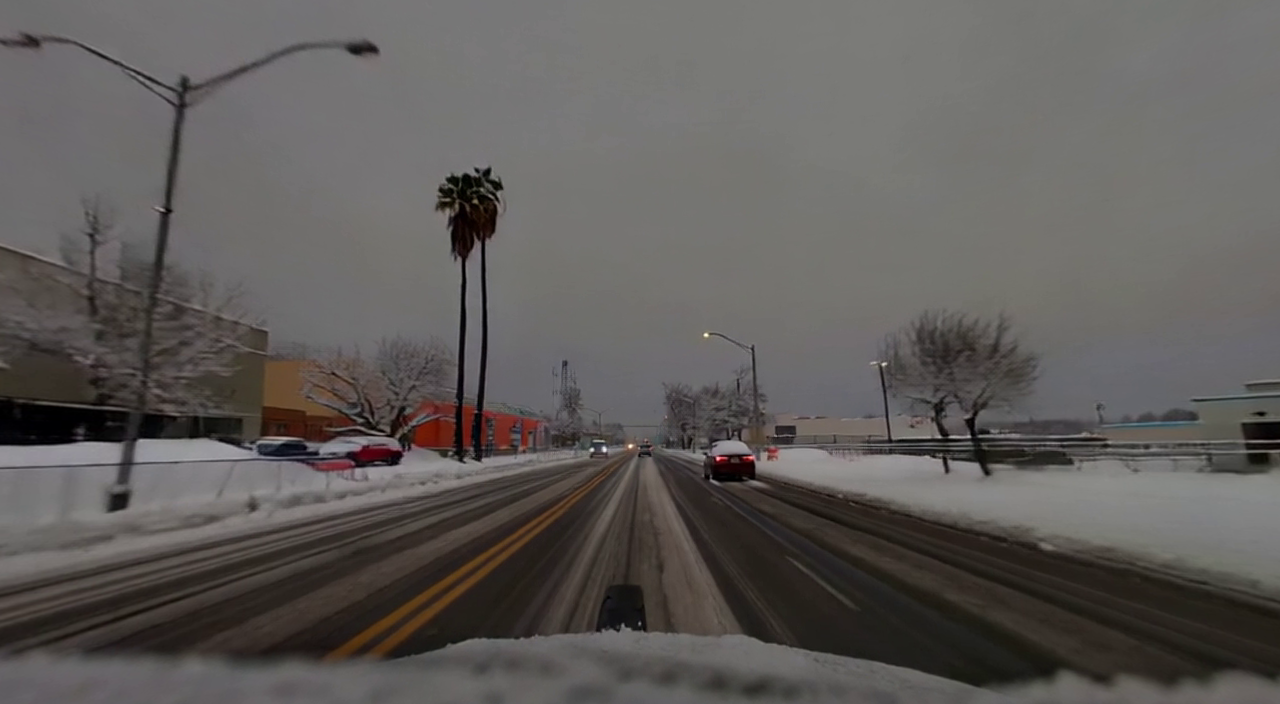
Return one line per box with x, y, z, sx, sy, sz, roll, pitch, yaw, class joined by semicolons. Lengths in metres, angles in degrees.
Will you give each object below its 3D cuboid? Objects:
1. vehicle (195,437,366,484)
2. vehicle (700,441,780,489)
-18.161;5.455;32.093;6.969;2.132;2.716;8;-12;-44;vehicle
3.500;4.044;22.891;2.148;1.562;4.642;0;-8;0;vehicle
